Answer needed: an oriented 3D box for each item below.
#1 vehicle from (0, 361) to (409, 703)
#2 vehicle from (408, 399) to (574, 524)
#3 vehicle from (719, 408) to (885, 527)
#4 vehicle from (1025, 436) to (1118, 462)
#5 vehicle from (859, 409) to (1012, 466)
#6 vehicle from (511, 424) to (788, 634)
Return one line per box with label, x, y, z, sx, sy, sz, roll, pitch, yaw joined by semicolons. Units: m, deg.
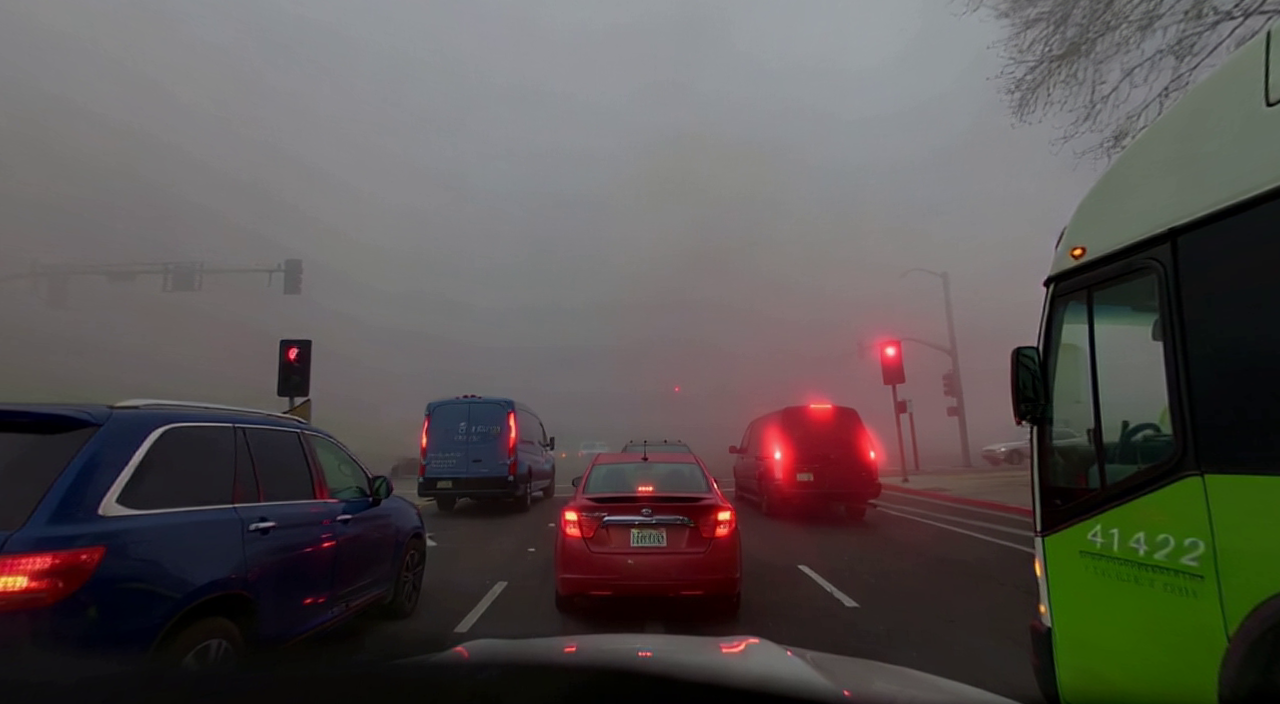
vehicle;-3.410;1.178;4.633;1.921;1.701;3.989;0;-8;0
vehicle;-2.938;2.348;13.961;2.335;2.221;5.165;0;-8;1
vehicle;3.143;2.400;13.684;2.143;2.036;5.367;0;-8;0
vehicle;25.880;5.827;37.991;4.229;1.489;1.794;0;-8;-1
vehicle;17.588;5.134;37.928;7.839;3.213;2.628;0;-9;-3
vehicle;0.061;1.547;6.415;1.976;1.485;3.624;0;-8;0
